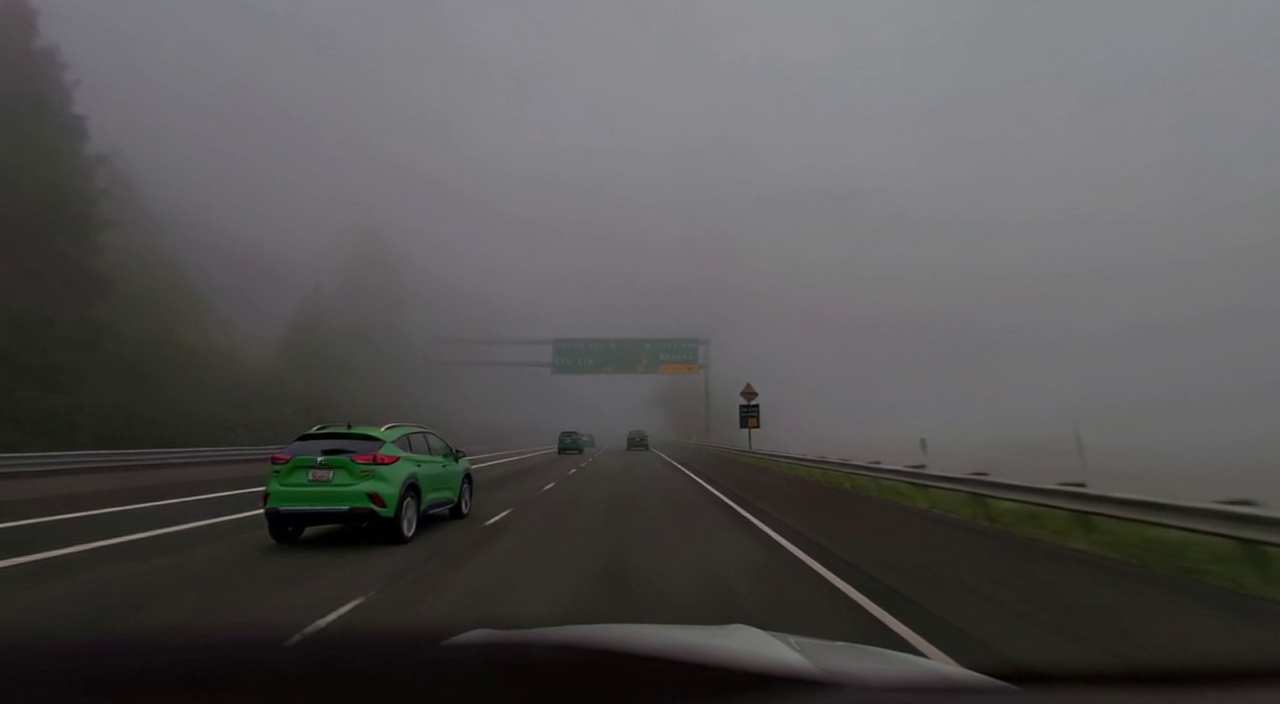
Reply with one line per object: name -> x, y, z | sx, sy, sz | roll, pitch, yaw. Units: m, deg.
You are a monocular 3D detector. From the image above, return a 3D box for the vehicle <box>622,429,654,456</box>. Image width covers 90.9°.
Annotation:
vehicle -> -0.189, 6.471, 45.083 | 2.170, 1.790, 4.490 | 0, -8, -1

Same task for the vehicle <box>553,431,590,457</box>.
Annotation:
vehicle -> -4.570, 6.233, 42.776 | 2.055, 1.610, 4.116 | 0, -8, 0
